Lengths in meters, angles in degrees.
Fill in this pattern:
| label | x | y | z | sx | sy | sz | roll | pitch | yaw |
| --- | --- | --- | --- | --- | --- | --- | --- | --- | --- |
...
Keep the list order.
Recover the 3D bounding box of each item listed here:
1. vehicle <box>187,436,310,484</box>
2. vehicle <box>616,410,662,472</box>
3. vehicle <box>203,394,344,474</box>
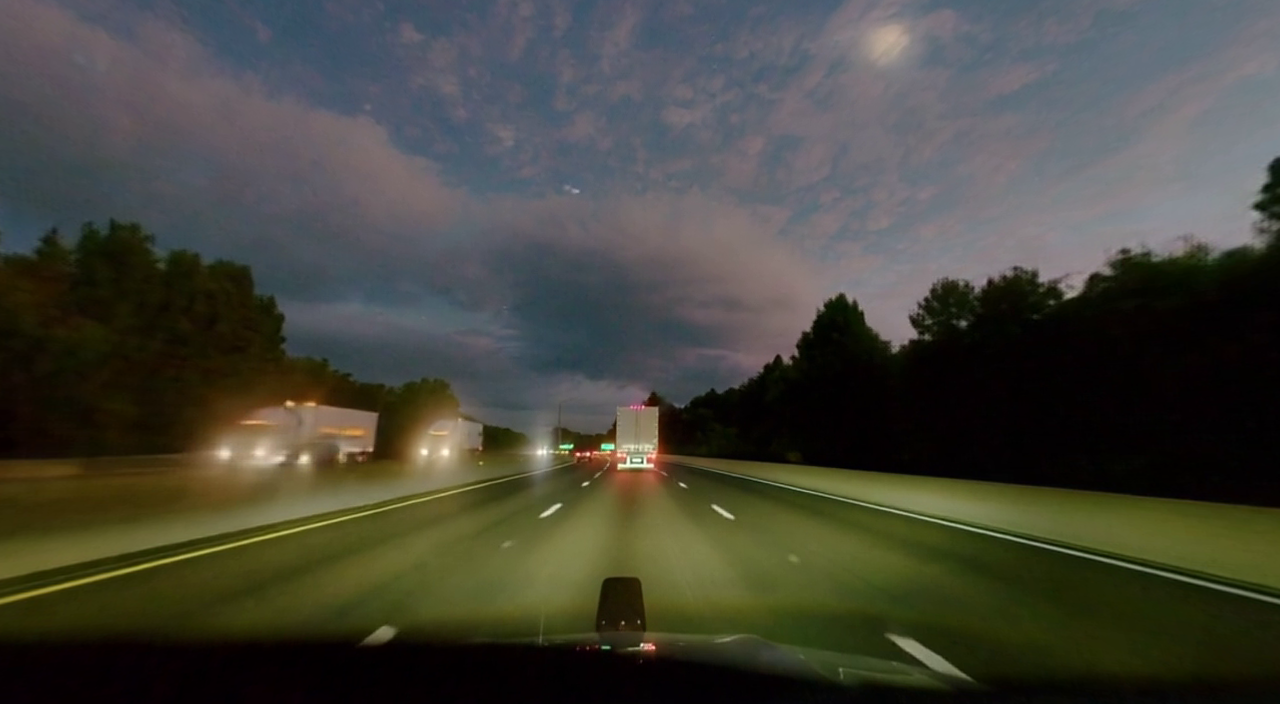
| label | x | y | z | sx | sy | sz | roll | pitch | yaw |
| --- | --- | --- | --- | --- | --- | --- | --- | --- | --- |
| vehicle | -13.309 | 3.685 | 21.690 | 1.995 | 1.490 | 3.421 | 0 | -9 | 0 |
| vehicle | -0.204 | 6.538 | 45.995 | 2.962 | 3.953 | 10.696 | 0 | -9 | -2 |
| vehicle | -17.615 | 4.085 | 30.896 | 3.242 | 3.506 | 5.962 | 0 | -9 | -1 |
